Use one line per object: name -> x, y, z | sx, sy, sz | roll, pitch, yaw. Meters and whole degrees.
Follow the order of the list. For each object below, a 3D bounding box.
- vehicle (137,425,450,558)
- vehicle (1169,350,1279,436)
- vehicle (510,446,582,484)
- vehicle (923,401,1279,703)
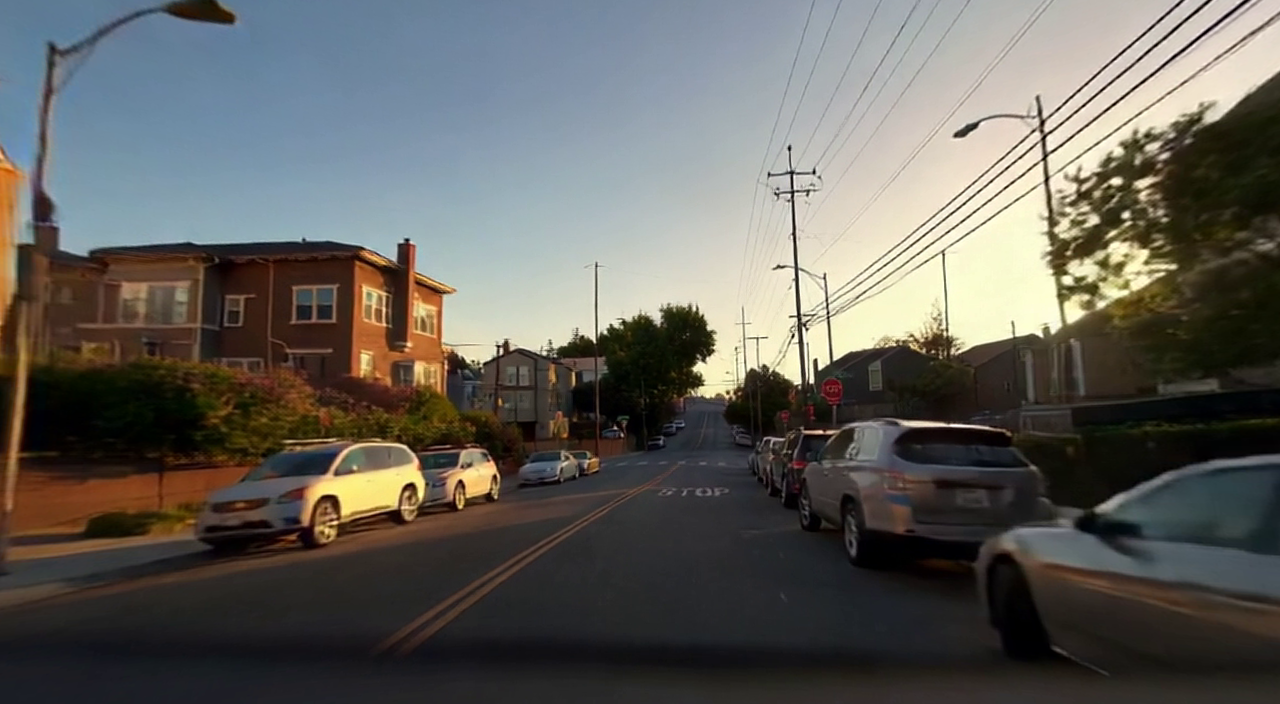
vehicle -> -6.117, 2.516, 12.443 | 2.359, 1.947, 5.833 | -1, -8, 7
vehicle -> 12.082, 0.666, 10.749 | 1.870, 1.454, 4.808 | 0, -8, -2
vehicle -> -4.000, 4.908, 27.769 | 2.098, 1.454, 4.449 | -1, -8, 5
vehicle -> 3.034, 0.917, 2.150 | 1.873, 1.489, 4.761 | 0, -8, -1
